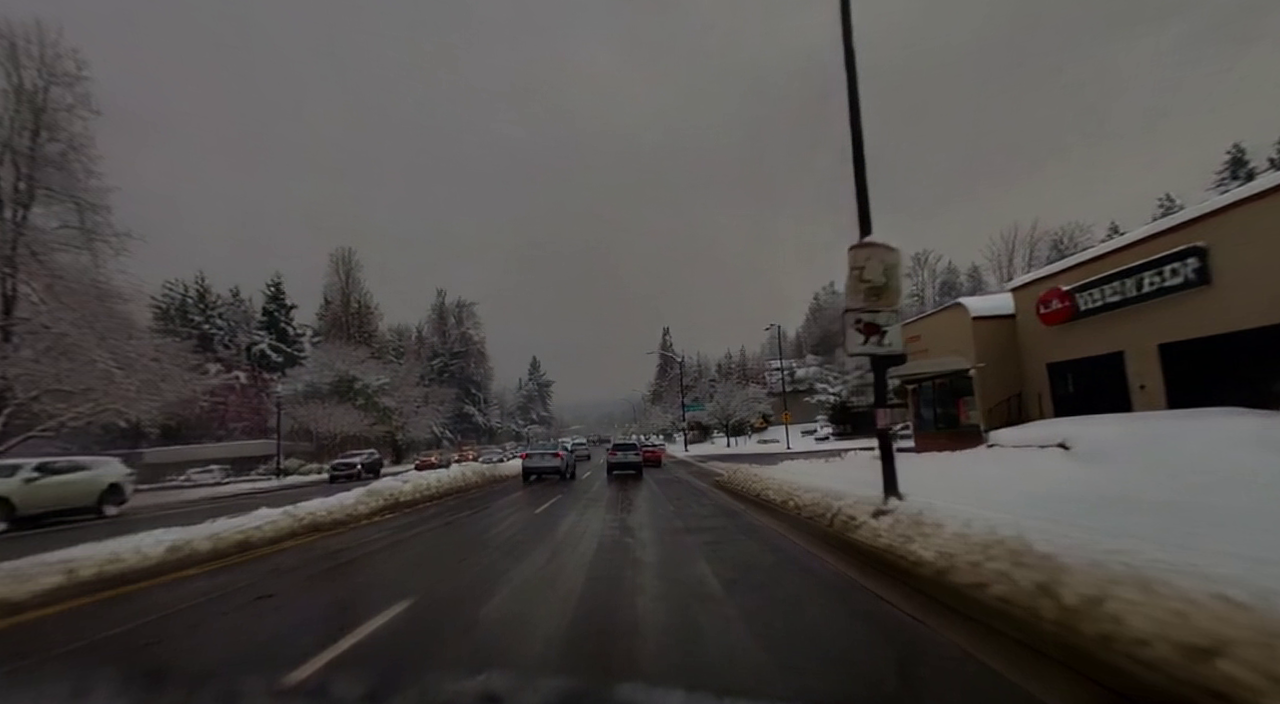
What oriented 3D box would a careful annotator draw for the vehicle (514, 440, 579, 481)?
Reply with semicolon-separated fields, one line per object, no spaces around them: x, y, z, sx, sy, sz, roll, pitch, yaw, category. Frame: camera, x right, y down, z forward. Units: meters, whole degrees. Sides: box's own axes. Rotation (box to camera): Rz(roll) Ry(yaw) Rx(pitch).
-3.562;4.220;24.847;1.921;1.477;4.083;0;-8;0;vehicle

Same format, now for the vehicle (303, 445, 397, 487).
-13.078;5.130;28.881;1.999;1.755;4.518;-1;-8;2;vehicle

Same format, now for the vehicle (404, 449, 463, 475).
-12.515;6.667;38.631;1.909;1.462;4.608;-1;-8;3;vehicle

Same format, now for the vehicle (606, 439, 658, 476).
-0.380;4.563;27.570;2.085;1.475;3.976;0;-8;-2;vehicle

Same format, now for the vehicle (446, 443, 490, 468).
-12.505;7.561;46.202;1.986;1.712;4.399;0;-8;1;vehicle

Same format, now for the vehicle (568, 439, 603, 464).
-3.497;6.486;41.253;1.887;1.517;4.254;0;-8;1;vehicle

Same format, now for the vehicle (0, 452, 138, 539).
-13.577;3.071;13.609;1.936;1.656;4.284;-3;-8;1;vehicle
